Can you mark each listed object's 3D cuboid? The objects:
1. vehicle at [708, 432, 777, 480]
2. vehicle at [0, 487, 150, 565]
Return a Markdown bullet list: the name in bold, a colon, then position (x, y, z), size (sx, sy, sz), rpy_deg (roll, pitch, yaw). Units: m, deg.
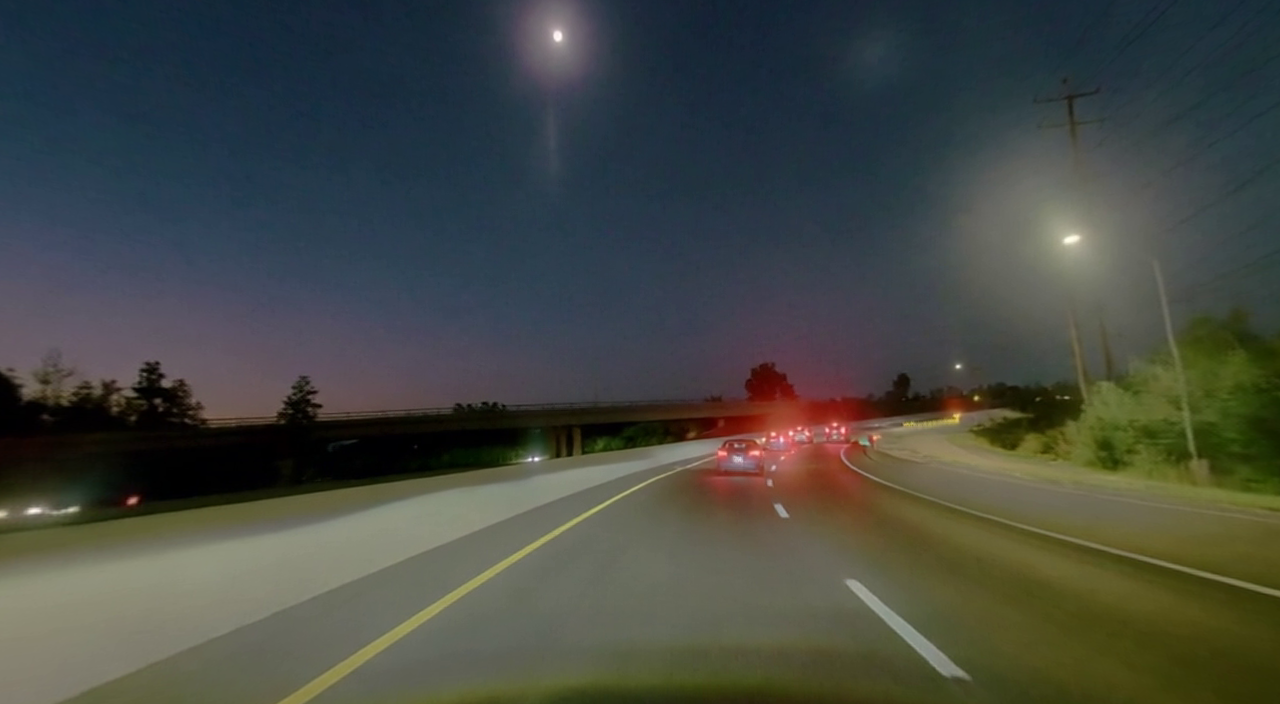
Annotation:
- **vehicle**: position (3.617, 3.577, 21.855), size (2.091, 1.482, 4.321), rpy_deg (-2, -9, 11)
- **vehicle**: position (-14.853, 4.419, 16.376), size (1.879, 1.449, 4.002), rpy_deg (2, -9, -16)
